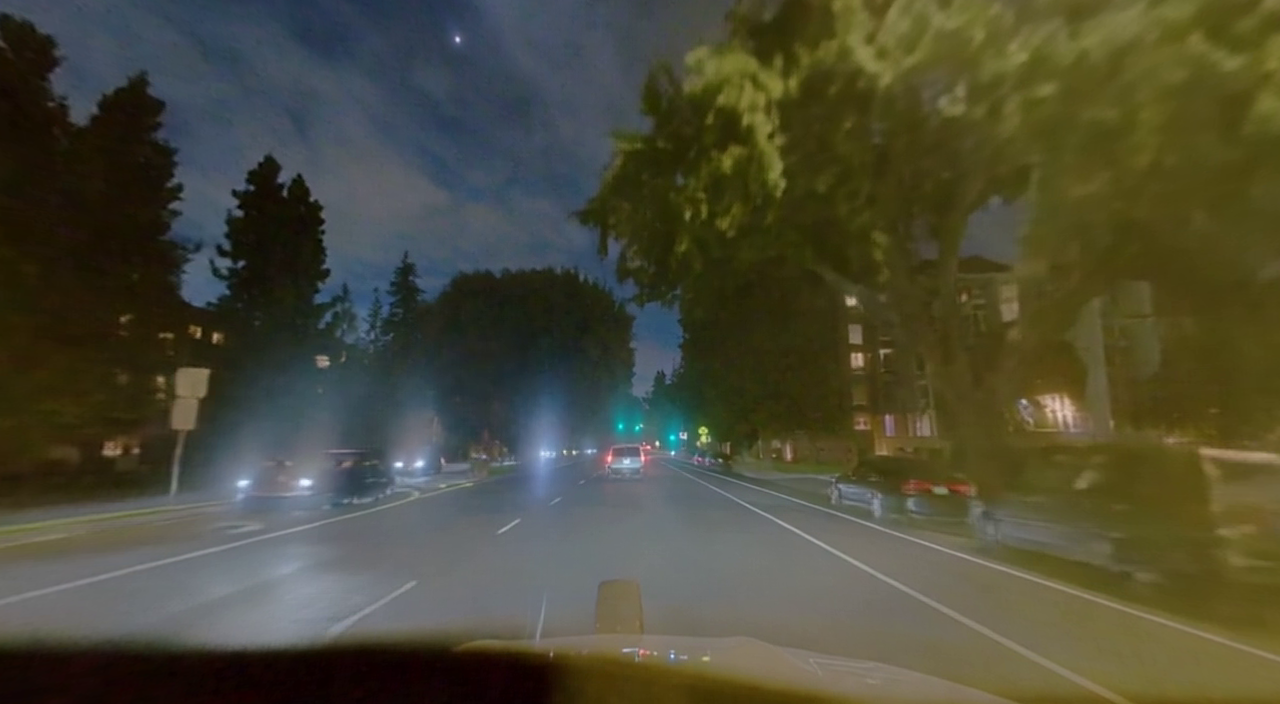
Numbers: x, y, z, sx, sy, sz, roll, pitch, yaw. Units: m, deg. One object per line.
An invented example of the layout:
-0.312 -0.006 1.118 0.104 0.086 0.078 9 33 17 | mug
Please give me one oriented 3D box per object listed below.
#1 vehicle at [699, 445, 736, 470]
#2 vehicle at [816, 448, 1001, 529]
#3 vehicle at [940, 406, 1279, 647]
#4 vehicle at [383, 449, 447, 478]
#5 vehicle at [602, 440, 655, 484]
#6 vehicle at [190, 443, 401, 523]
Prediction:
5.588 7.633 45.859 1.970 1.696 4.405 0 -9 -2 | vehicle
5.671 2.905 14.157 1.978 1.485 4.603 0 -8 -2 | vehicle
5.596 1.654 7.180 1.943 1.778 4.778 0 -8 -1 | vehicle
-12.404 6.152 35.109 1.890 1.473 4.419 0 -8 0 | vehicle
-0.474 4.598 26.808 2.070 1.698 3.925 0 -8 -1 | vehicle
-7.408 2.825 14.355 2.105 1.474 4.808 0 -8 0 | vehicle
